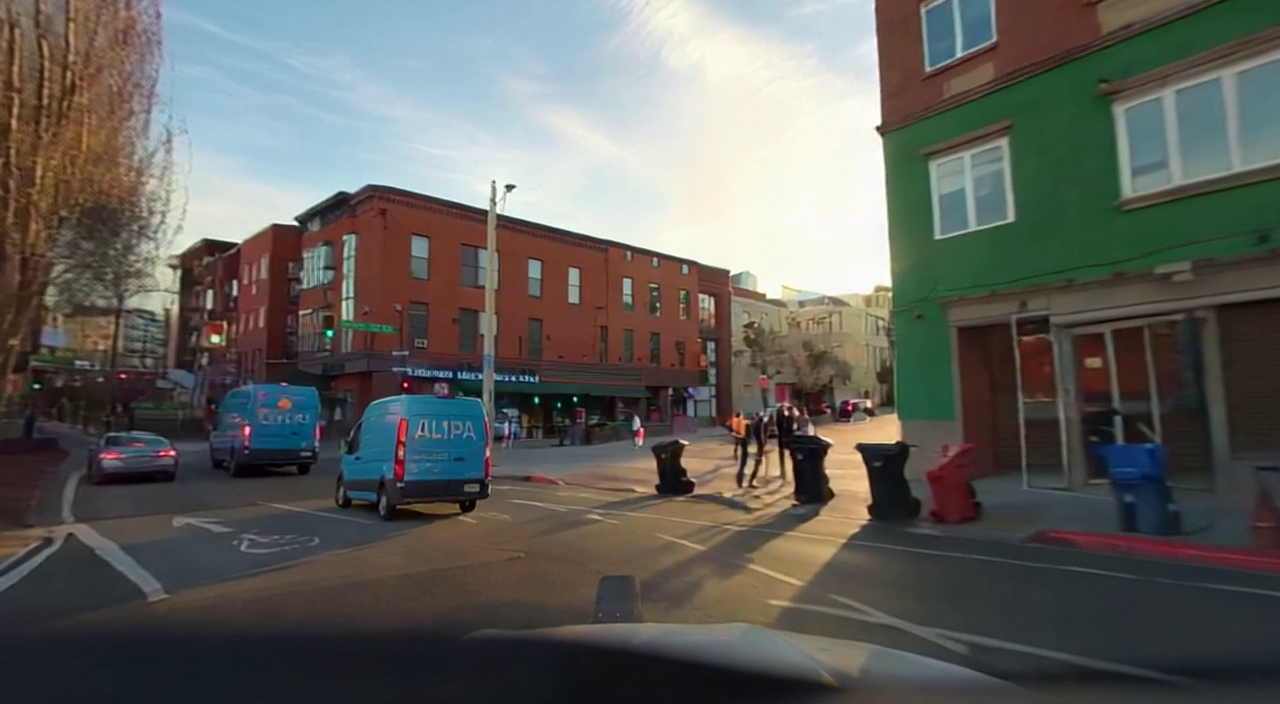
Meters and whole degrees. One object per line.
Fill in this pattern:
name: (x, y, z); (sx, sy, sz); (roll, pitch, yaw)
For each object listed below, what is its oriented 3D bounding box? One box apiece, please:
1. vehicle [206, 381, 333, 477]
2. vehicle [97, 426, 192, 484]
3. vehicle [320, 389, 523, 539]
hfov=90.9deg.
vehicle: (-12.482, 2.590, 20.948); (2.333, 2.703, 6.504); (7, -10, -40)
vehicle: (-14.149, 2.885, 17.922); (1.841, 1.461, 3.426); (6, -10, -40)
vehicle: (-3.775, 1.746, 10.417); (1.951, 1.907, 4.266); (5, -9, -35)
